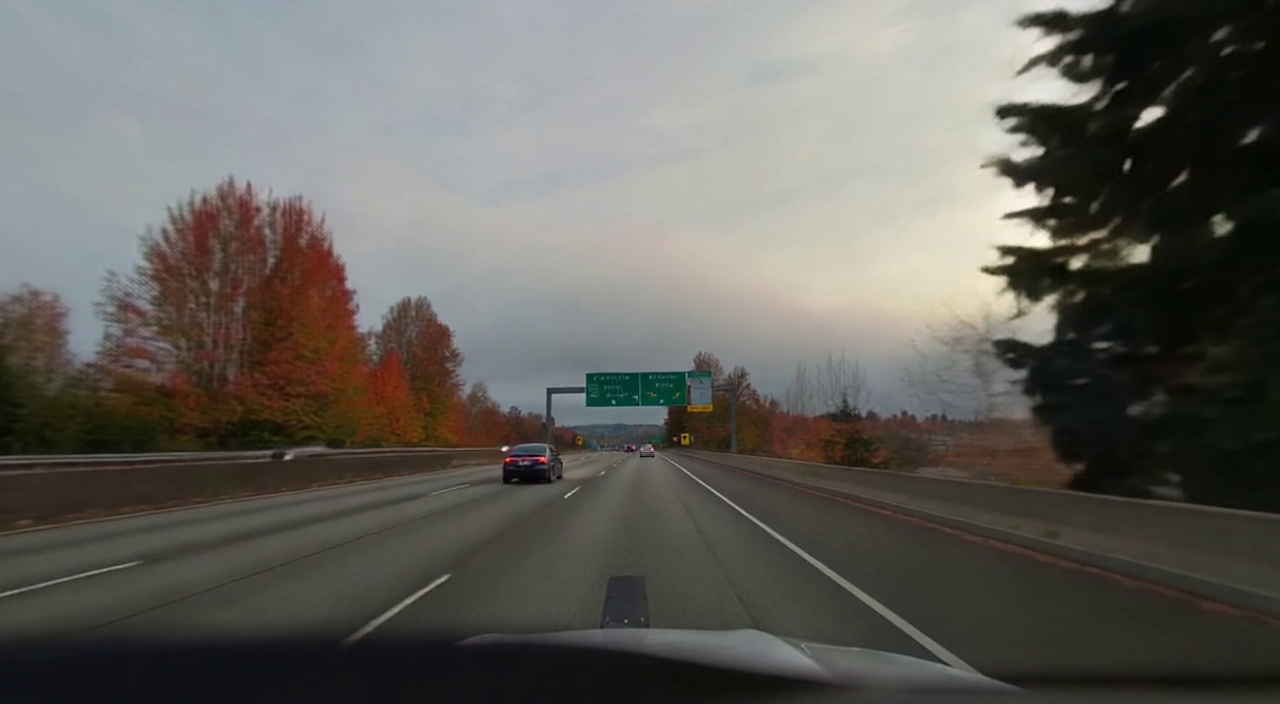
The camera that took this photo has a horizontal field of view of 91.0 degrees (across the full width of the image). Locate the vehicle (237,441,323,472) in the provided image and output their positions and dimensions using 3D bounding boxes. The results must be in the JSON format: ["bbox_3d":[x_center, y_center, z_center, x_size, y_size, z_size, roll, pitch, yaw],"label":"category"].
[{"bbox_3d":[-19.921,5.783,35.055,1.935,1.612,4.573,0,-8,2],"label":"vehicle"}]

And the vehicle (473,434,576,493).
[{"bbox_3d":[-3.343,3.335,19.279,2.061,1.572,4.814,0,-8,2],"label":"vehicle"}]
